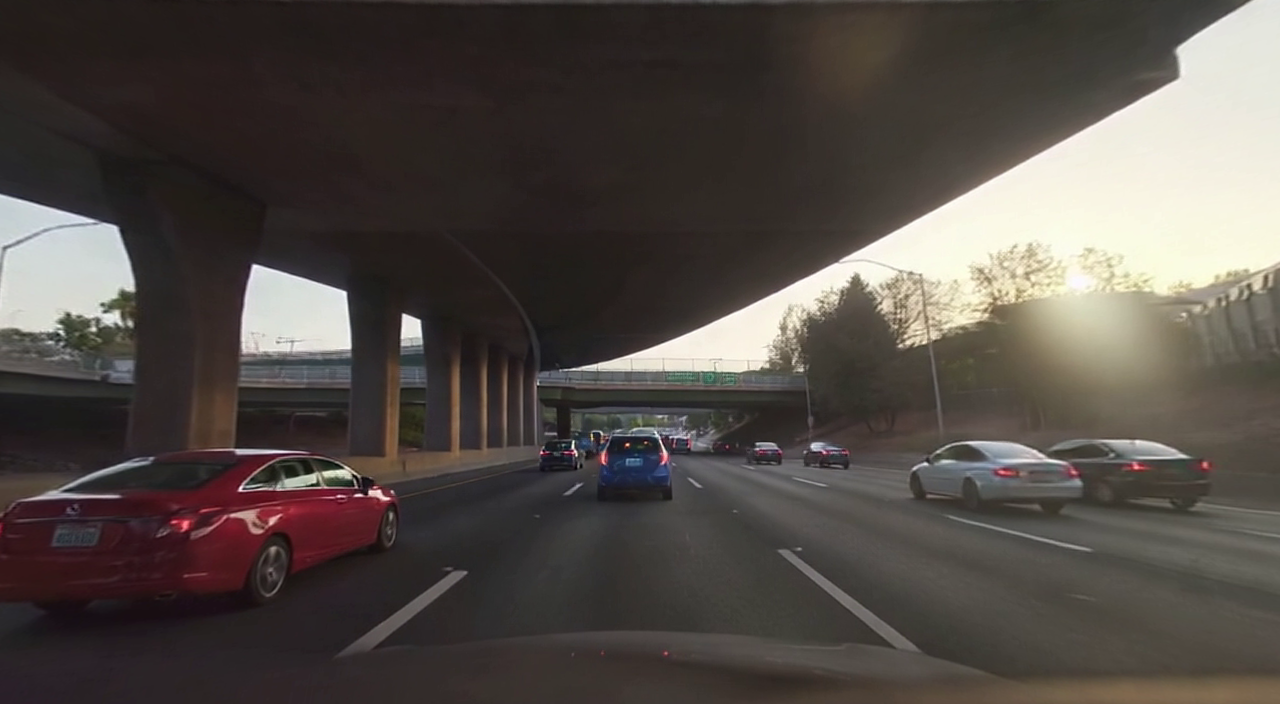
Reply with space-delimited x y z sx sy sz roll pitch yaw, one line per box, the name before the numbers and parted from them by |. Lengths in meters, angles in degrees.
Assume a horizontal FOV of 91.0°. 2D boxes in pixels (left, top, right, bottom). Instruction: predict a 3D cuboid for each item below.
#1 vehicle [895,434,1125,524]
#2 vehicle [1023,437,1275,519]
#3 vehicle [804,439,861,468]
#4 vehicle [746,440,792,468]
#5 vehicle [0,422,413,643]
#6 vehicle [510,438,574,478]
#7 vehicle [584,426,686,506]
vehicle | 7.375 2.561 13.277 2.049 1.521 4.604 0 -9 0
vehicle | 11.035 2.730 14.209 2.008 1.516 4.385 0 -9 0
vehicle | 11.592 6.127 38.262 1.992 1.625 4.359 1 -9 -1
vehicle | 7.493 5.947 36.765 1.880 1.526 3.641 1 -9 0
vehicle | -4.178 1.566 6.563 1.974 1.478 4.412 0 -9 0
vehicle | -3.993 4.417 26.384 1.947 1.516 4.295 0 -9 1
vehicle | -0.083 2.775 15.647 2.181 1.697 4.021 0 -9 1
